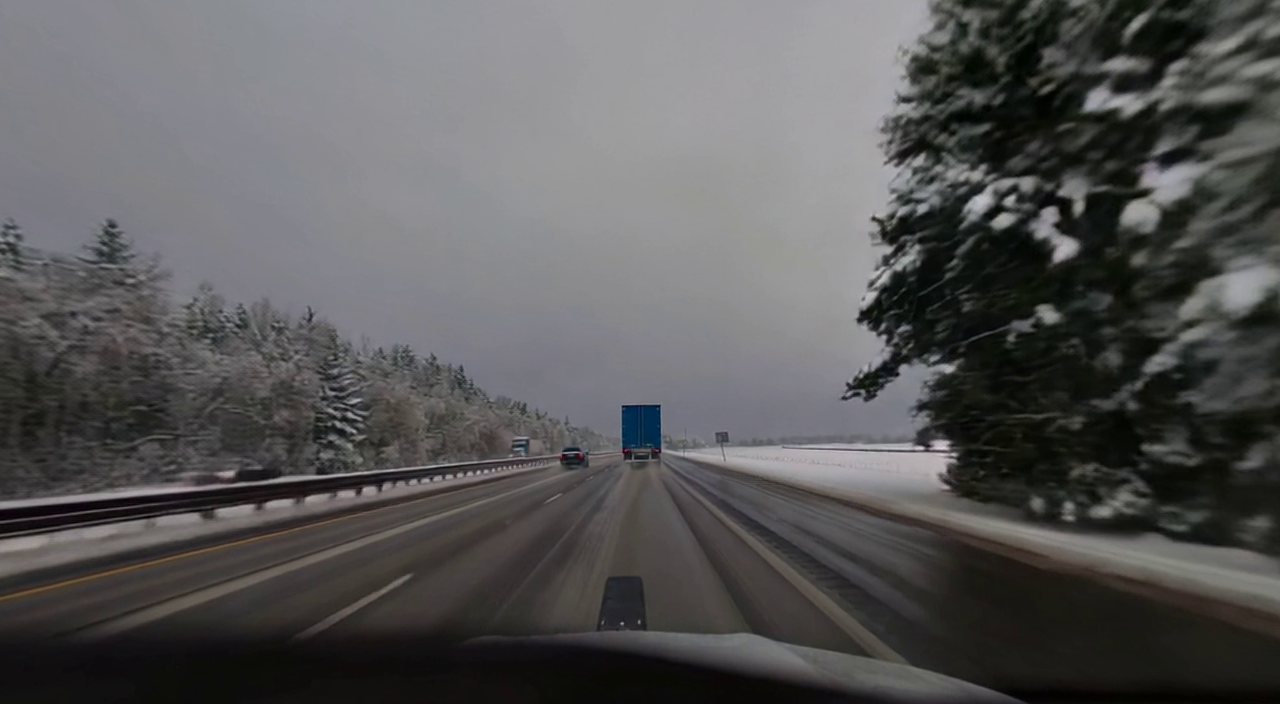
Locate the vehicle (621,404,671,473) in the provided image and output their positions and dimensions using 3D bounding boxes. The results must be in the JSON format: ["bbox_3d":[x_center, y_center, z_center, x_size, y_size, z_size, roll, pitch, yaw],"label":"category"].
[{"bbox_3d":[0.383,5.803,41.773,2.899,3.966,10.053,0,-9,0],"label":"vehicle"}]

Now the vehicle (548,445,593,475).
[{"bbox_3d":[-3.912,6.152,36.034,2.063,1.583,4.049,0,-9,1],"label":"vehicle"}]

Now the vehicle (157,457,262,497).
[{"bbox_3d":[-17.380,5.022,25.662,1.685,1.429,3.606,0,-9,0],"label":"vehicle"}]
